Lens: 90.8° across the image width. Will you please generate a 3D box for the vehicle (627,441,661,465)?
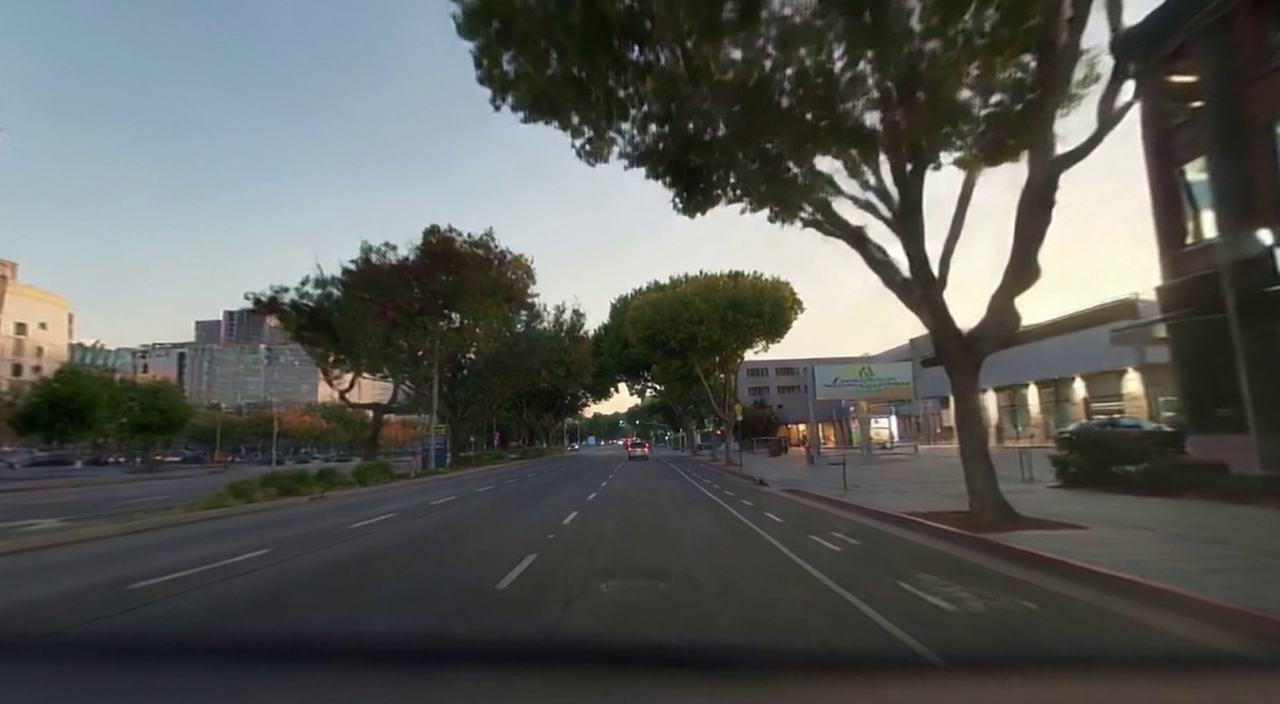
[{"bbox_3d":[0.202,6.567,41.219,2.115,1.461,3.976,0,-8,-1],"label":"vehicle"}]
